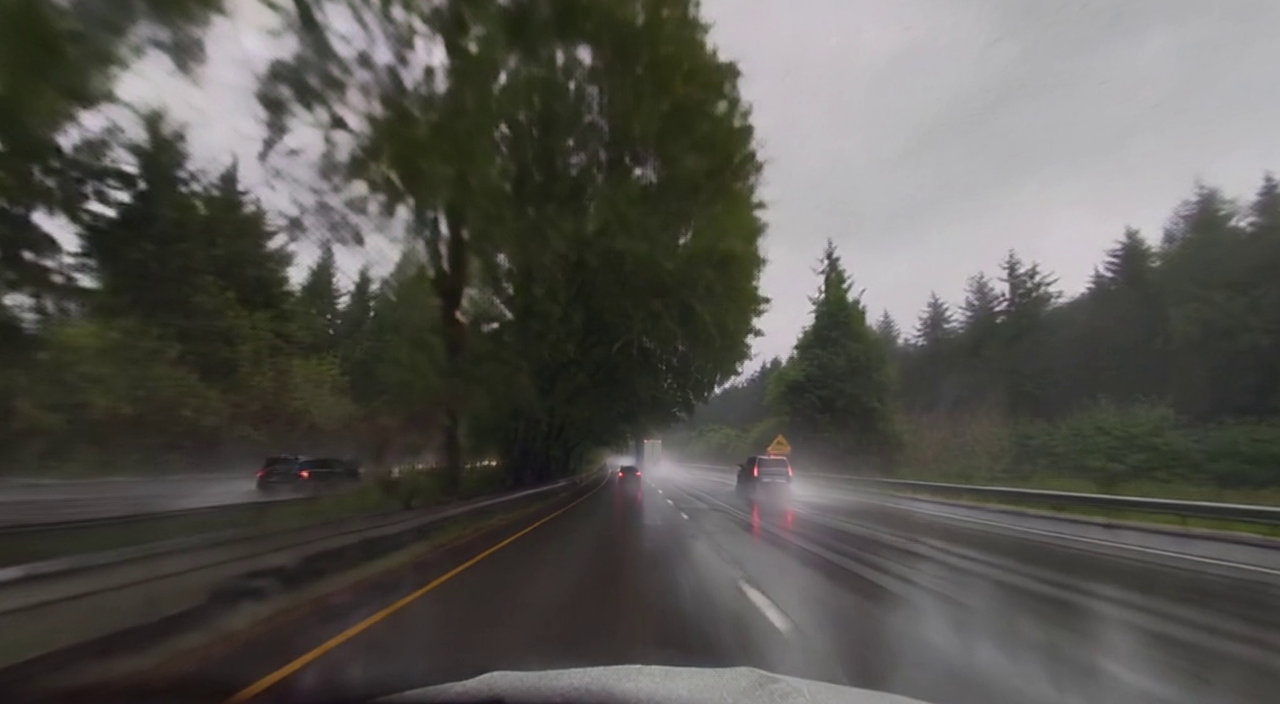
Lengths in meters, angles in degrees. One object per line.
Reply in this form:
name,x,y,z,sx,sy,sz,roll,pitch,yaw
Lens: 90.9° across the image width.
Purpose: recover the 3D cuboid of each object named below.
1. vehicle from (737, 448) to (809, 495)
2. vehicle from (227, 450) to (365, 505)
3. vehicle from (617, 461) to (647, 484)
vehicle,5.581,5.127,27.138,1.998,1.776,4.663,1,-10,-1
vehicle,-11.538,4.274,21.635,1.952,1.618,4.859,1,-10,0
vehicle,-0.610,8.461,44.218,1.987,1.467,3.903,1,-10,-2
